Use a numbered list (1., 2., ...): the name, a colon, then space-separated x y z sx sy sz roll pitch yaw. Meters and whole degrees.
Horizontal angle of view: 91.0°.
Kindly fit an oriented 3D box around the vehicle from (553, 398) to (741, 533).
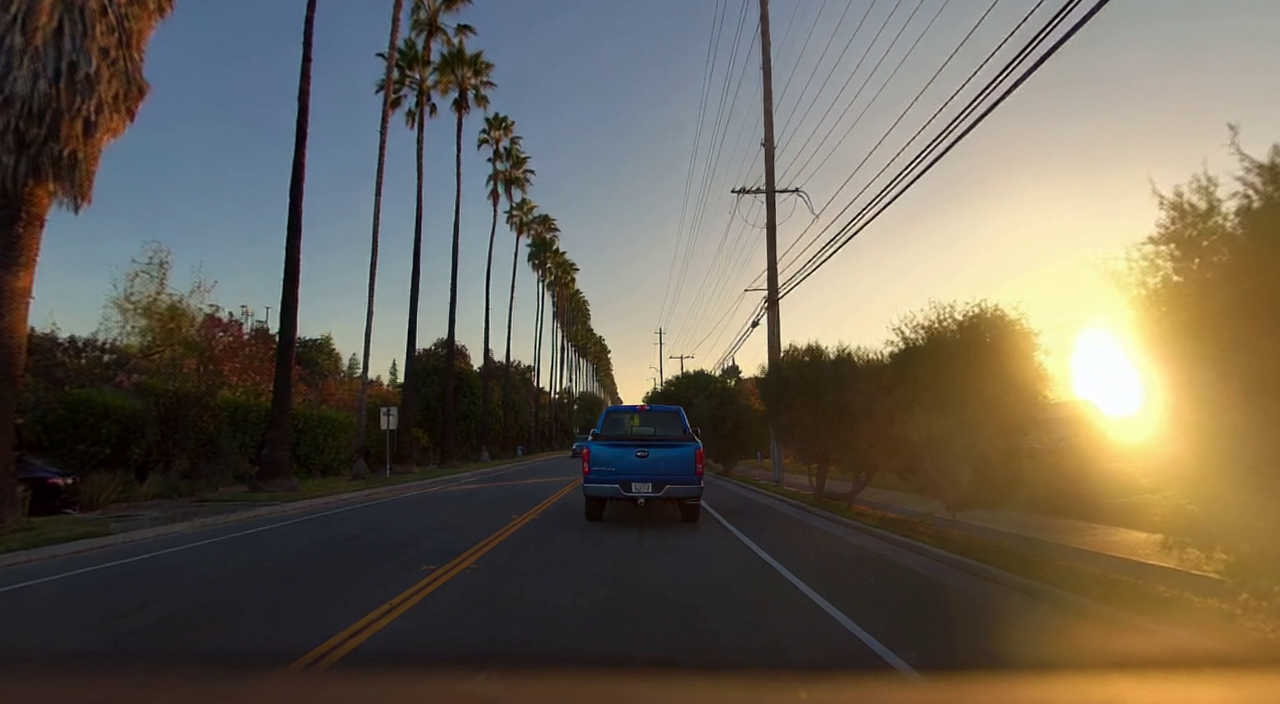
1. vehicle: 0.078 2.144 12.453 2.803 2.005 5.885 0 -8 -1
